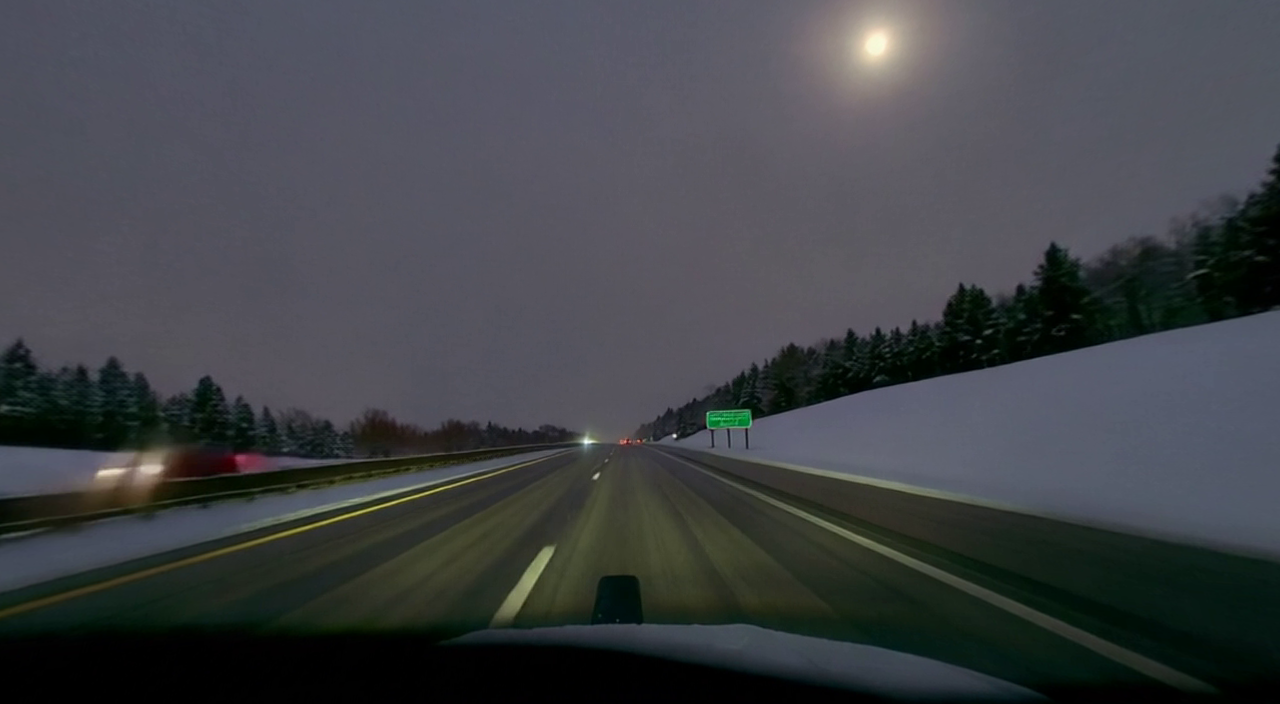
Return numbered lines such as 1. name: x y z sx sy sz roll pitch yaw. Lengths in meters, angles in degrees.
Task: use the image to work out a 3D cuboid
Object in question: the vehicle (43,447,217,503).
1. vehicle: -15.520 3.730 19.576 1.815 1.440 4.431 0 -8 -2
